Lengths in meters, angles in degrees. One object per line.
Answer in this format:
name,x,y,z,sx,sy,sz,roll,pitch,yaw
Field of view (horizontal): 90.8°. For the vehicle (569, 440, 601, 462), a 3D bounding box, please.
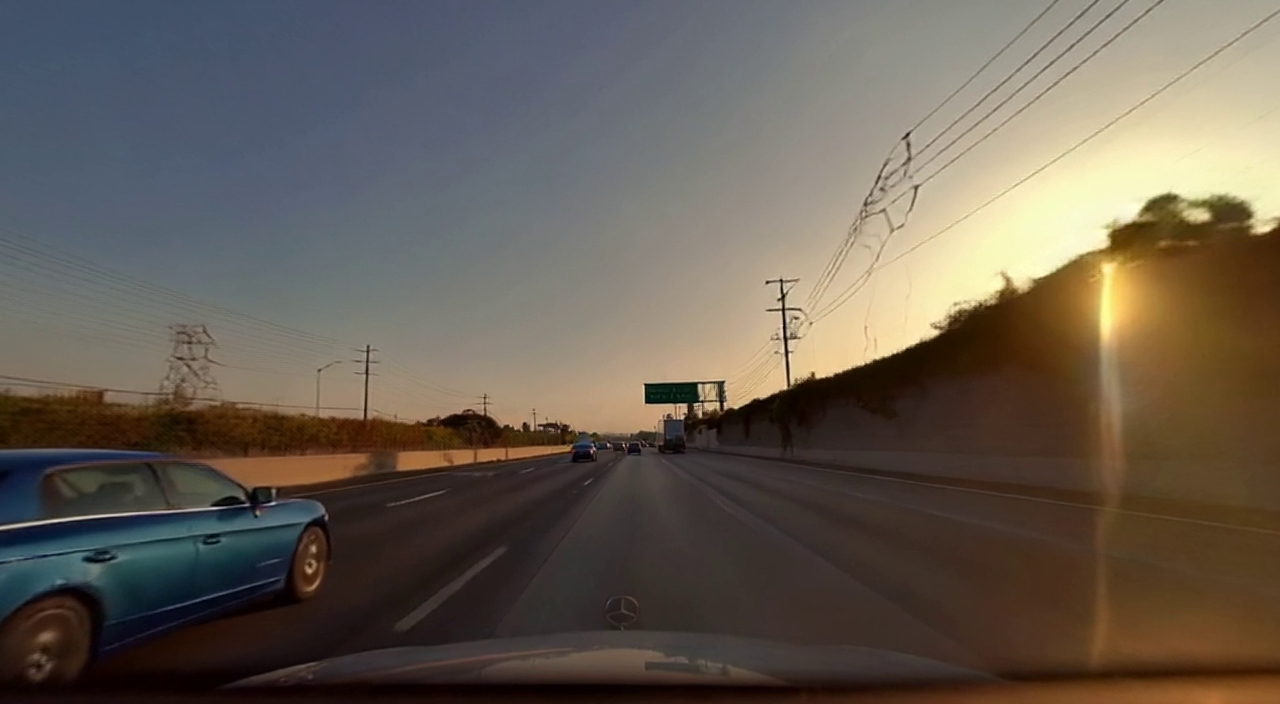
vehicle,-3.995,7.286,46.389,2.009,1.533,4.175,0,-9,0
